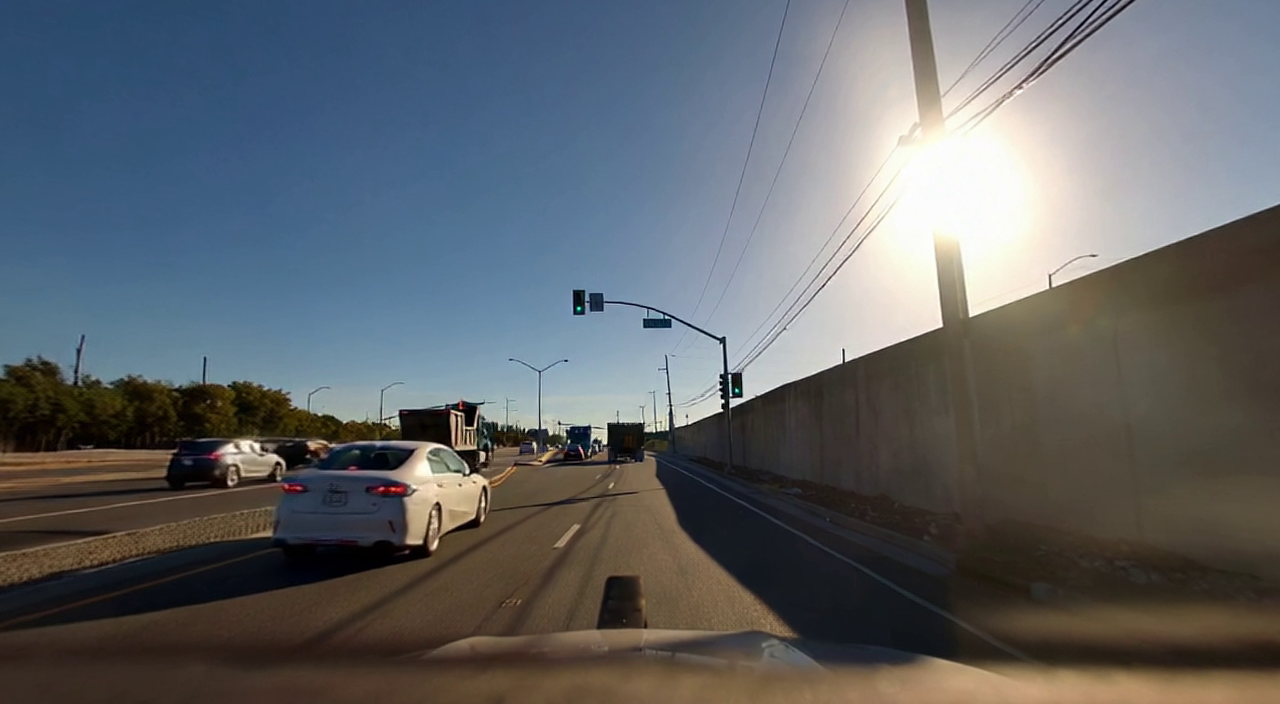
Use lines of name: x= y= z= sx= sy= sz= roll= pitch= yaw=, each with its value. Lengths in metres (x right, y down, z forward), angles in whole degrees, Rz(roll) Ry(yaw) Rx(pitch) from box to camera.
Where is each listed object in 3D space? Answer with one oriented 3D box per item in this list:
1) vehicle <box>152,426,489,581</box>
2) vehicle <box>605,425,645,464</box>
vehicle: x=-3.705 y=1.839 z=8.656 sx=2.019 sy=1.480 sz=4.966 roll=0 pitch=-8 yaw=0
vehicle: x=-0.963 y=5.832 z=39.813 sx=2.355 sy=2.305 sz=5.336 roll=0 pitch=-8 yaw=-1
